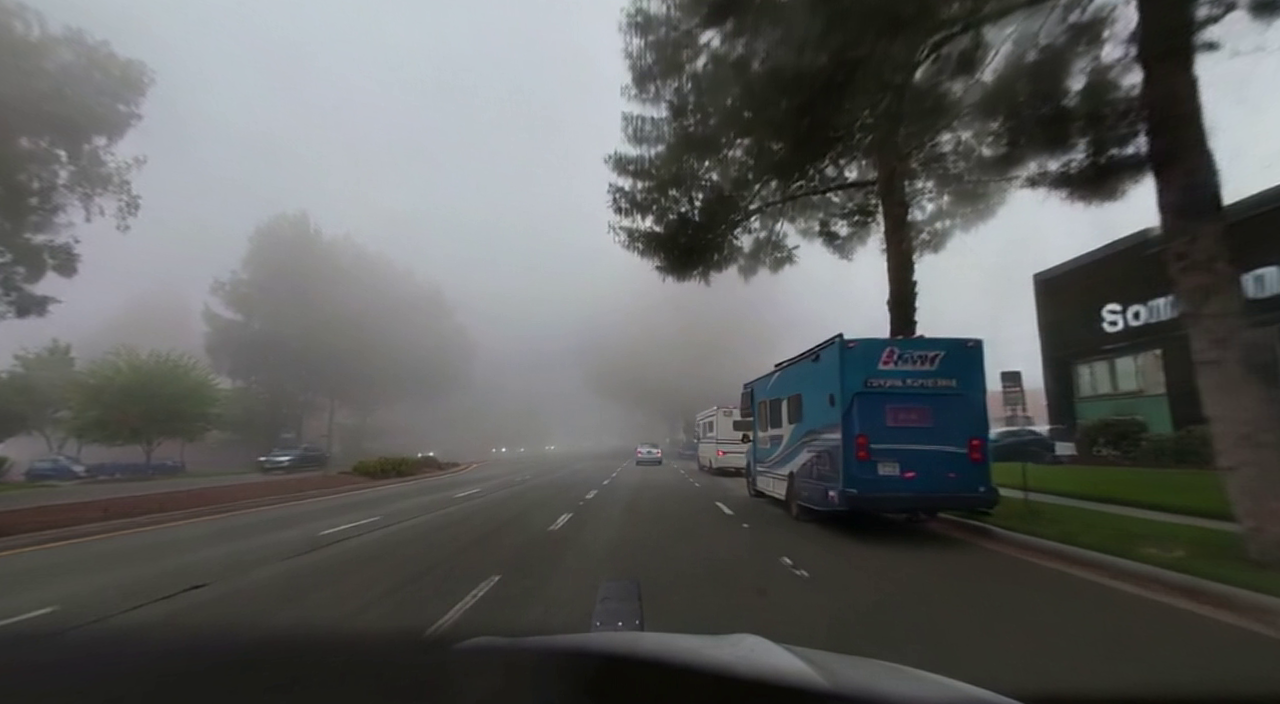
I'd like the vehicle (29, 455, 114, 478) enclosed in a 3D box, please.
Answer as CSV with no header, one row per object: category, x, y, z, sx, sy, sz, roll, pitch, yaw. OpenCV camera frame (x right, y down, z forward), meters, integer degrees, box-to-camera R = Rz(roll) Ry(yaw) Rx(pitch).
vehicle,-39.314,7.918,43.845,1.756,1.470,4.454,0,-9,-1

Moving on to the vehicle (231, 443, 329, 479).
vehicle,-17.335,5.253,30.719,2.067,1.578,4.457,0,-9,1

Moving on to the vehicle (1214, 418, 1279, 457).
vehicle,25.987,3.537,26.007,4.328,1.475,1.918,4,-10,-27

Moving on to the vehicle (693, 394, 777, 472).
vehicle,4.321,4.032,30.592,2.924,3.250,7.780,-1,-9,1

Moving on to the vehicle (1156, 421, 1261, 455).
vehicle,26.163,3.960,29.059,4.362,1.481,1.766,3,-9,-23

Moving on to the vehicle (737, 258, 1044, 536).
vehicle,4.111,1.194,13.094,2.896,3.921,8.415,0,-9,1

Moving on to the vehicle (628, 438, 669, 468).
vehicle,0.430,5.527,34.841,2.103,1.506,4.742,0,-8,0
